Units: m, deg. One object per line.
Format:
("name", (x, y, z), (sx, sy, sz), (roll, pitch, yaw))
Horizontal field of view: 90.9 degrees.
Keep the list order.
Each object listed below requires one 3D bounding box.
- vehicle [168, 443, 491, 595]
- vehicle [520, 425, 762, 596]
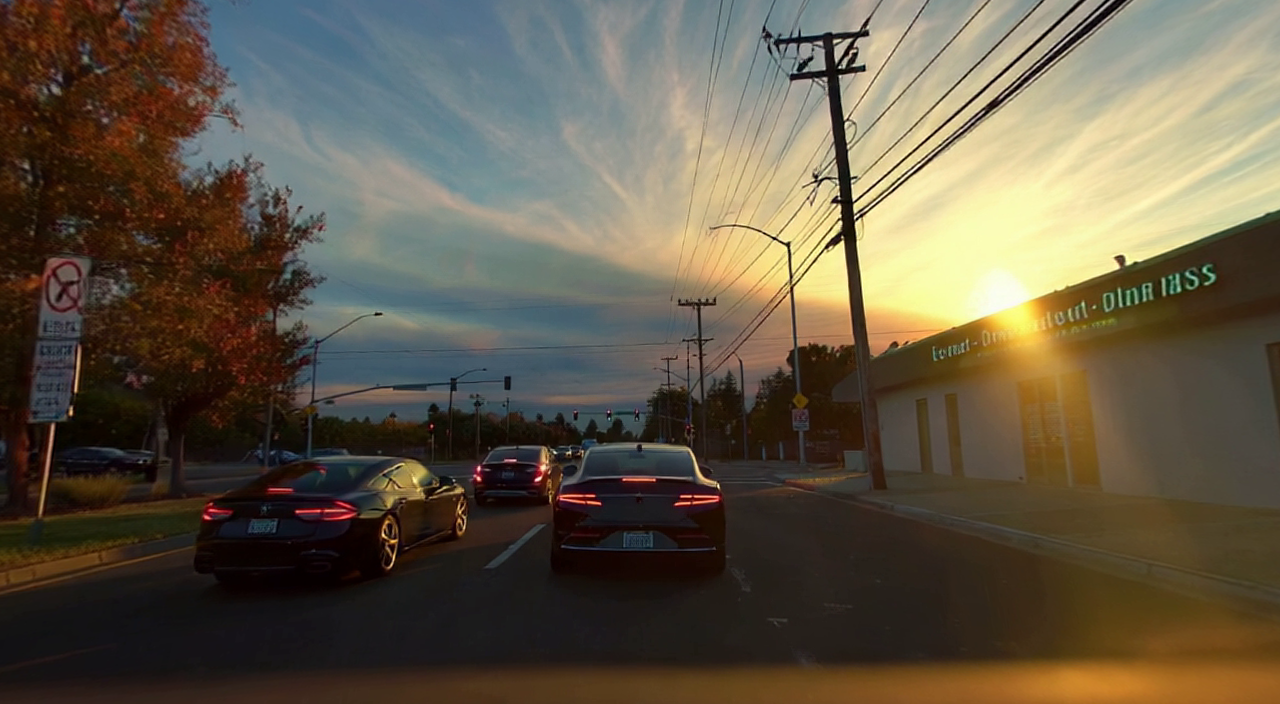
("vehicle", (-3.226, 1.781, 7.623), (1.765, 1.319, 4.013), (0, -9, 2))
("vehicle", (-0.007, 1.683, 7.535), (2.101, 1.469, 3.955), (0, -9, 0))
